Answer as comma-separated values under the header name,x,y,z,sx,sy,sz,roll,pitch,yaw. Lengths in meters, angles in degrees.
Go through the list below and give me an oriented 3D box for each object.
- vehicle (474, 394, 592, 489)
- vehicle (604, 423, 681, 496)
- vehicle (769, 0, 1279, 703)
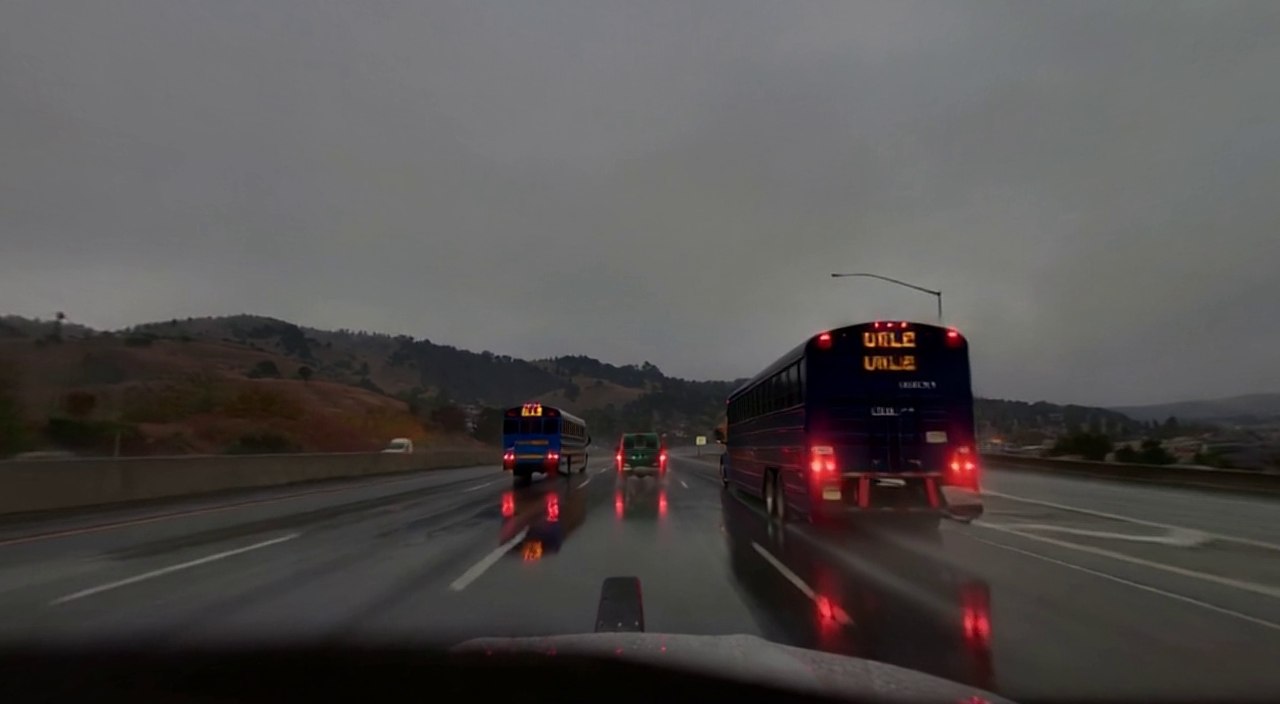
name,x,y,z,sx,sy,sz,roll,pitch,yaw
vehicle,-3.730,3.455,24.253,2.947,3.009,7.991,0,-9,1
vehicle,0.013,3.184,18.998,2.037,1.929,4.343,0,-9,-1
vehicle,4.089,0.219,5.544,3.006,4.101,13.245,0,-9,0
